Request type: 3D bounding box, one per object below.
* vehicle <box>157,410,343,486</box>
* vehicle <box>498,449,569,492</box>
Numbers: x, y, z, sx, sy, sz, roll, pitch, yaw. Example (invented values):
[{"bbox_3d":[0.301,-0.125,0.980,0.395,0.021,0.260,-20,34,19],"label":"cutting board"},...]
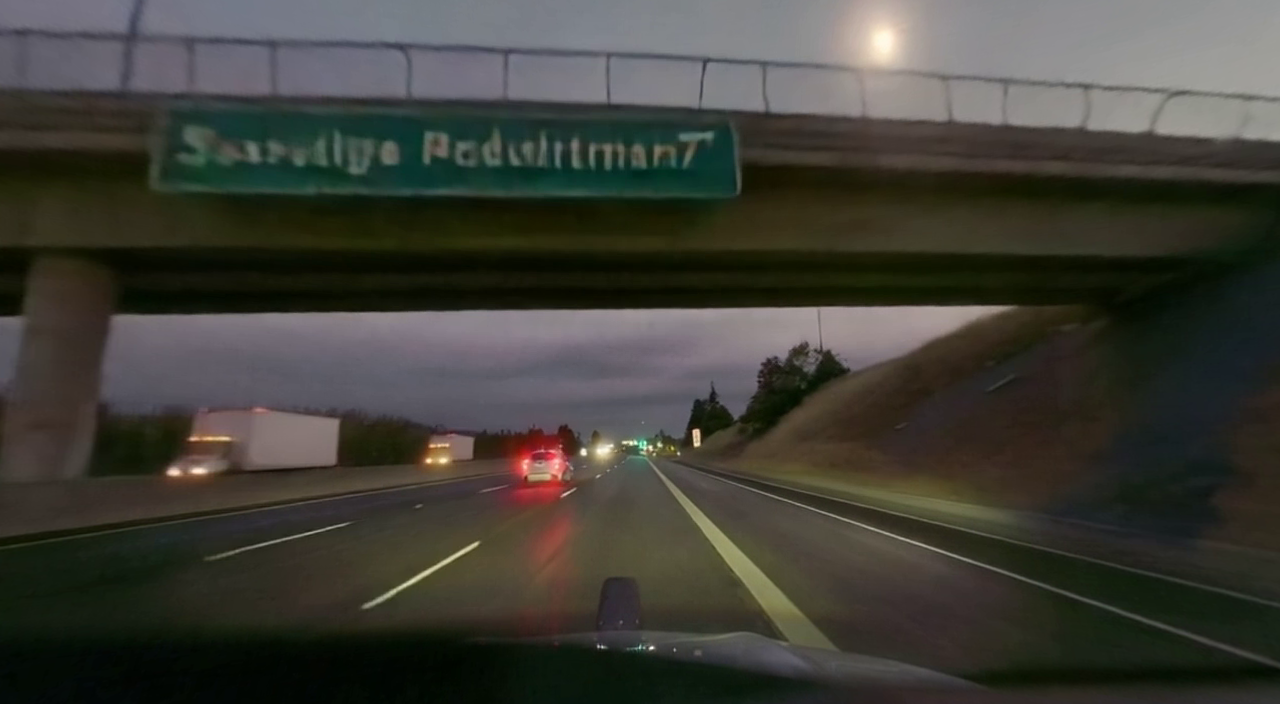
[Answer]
[{"bbox_3d":[-23.753,6.119,40.157,2.831,3.931,14.158,0,-9,0],"label":"vehicle"},{"bbox_3d":[-3.987,4.497,24.272,1.992,1.504,4.117,0,-9,0],"label":"vehicle"}]
